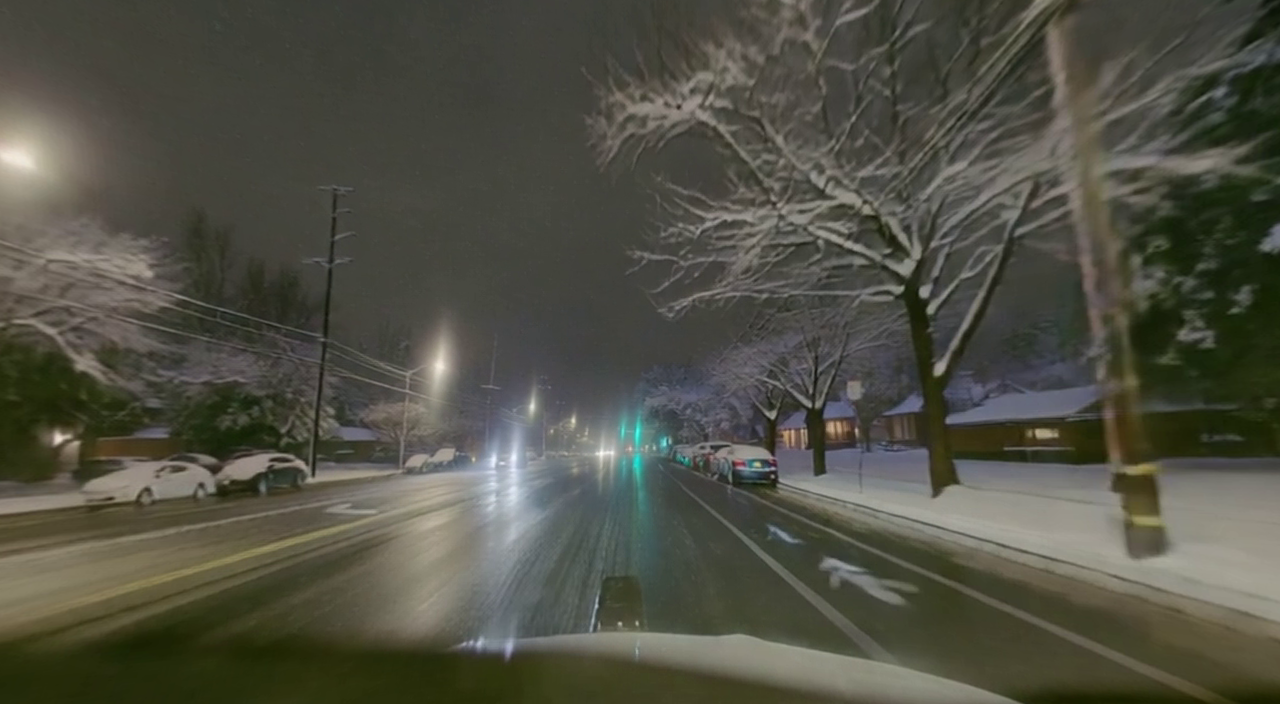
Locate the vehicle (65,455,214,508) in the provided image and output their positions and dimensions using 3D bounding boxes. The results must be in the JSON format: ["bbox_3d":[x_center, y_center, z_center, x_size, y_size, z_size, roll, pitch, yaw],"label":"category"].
[{"bbox_3d":[-17.793,4.573,22.789,1.896,1.661,4.191,0,-9,0],"label":"vehicle"}]

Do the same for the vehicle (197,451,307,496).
[{"bbox_3d":[-17.838,5.557,29.380,2.105,1.734,4.673,-3,-8,1],"label":"vehicle"}]

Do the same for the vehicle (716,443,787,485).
[{"bbox_3d":[4.410,4.505,25.760,1.927,1.523,4.668,0,-9,-1],"label":"vehicle"}]
